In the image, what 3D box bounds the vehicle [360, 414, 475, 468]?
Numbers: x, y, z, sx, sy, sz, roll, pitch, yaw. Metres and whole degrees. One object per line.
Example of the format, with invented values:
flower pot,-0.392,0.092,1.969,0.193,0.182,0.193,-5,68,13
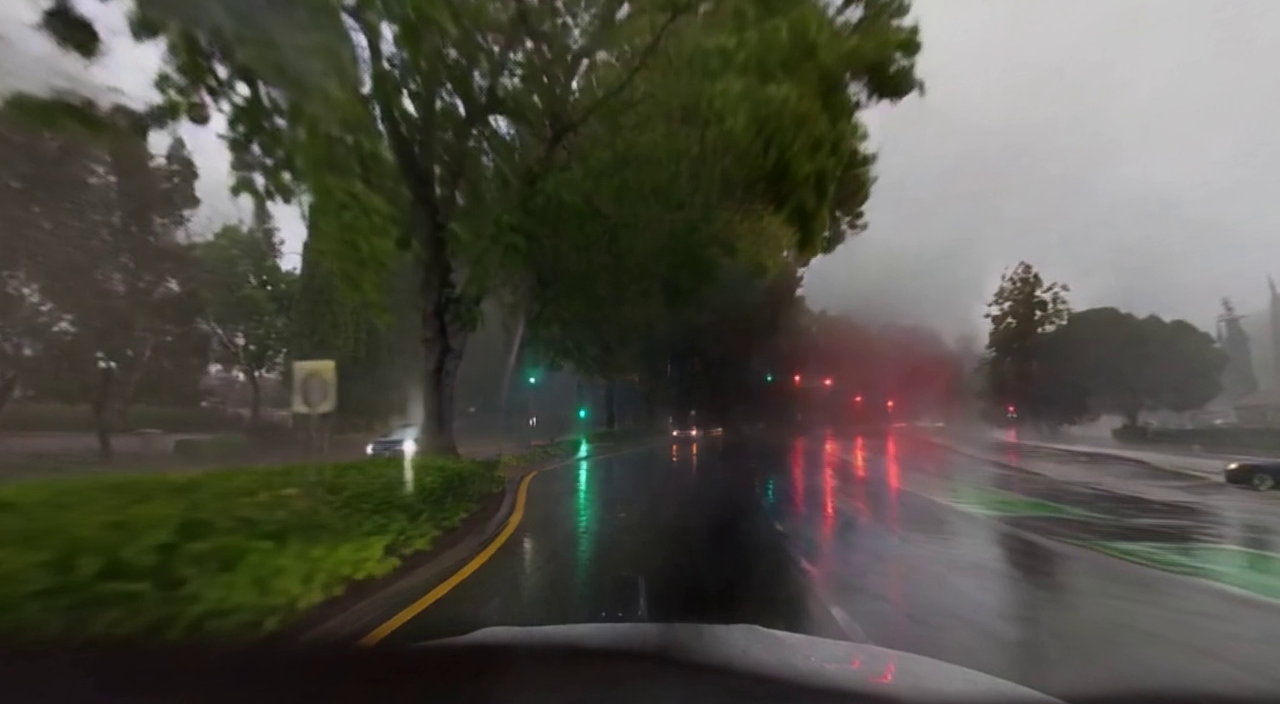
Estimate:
vehicle,-8.341,3.452,24.265,2.182,1.843,4.604,-1,-9,8
